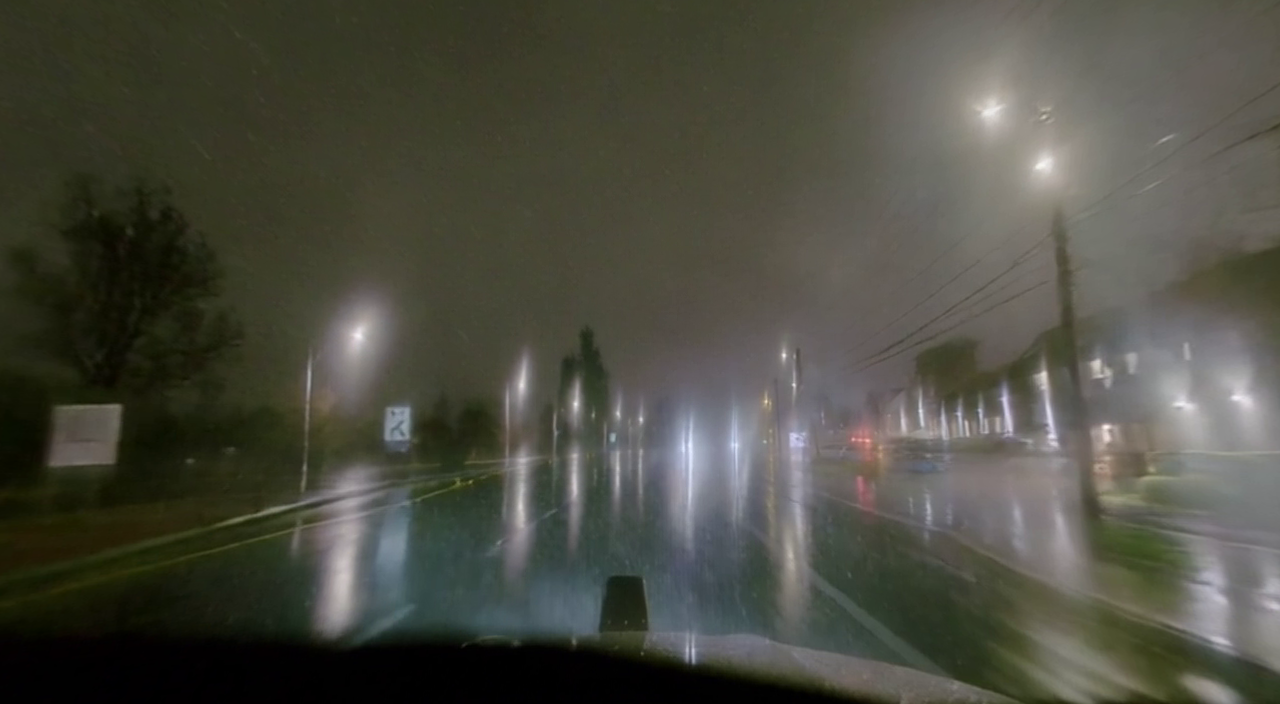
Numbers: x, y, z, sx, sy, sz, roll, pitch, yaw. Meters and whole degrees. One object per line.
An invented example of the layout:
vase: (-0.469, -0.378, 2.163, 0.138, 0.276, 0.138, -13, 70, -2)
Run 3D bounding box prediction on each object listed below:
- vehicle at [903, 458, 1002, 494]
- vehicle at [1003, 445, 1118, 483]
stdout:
vehicle: (14.599, 5.738, 29.413, 4.475, 1.492, 1.925, 5, -10, -30)
vehicle: (22.176, 5.898, 33.559, 2.119, 1.874, 4.855, 2, -9, -12)
